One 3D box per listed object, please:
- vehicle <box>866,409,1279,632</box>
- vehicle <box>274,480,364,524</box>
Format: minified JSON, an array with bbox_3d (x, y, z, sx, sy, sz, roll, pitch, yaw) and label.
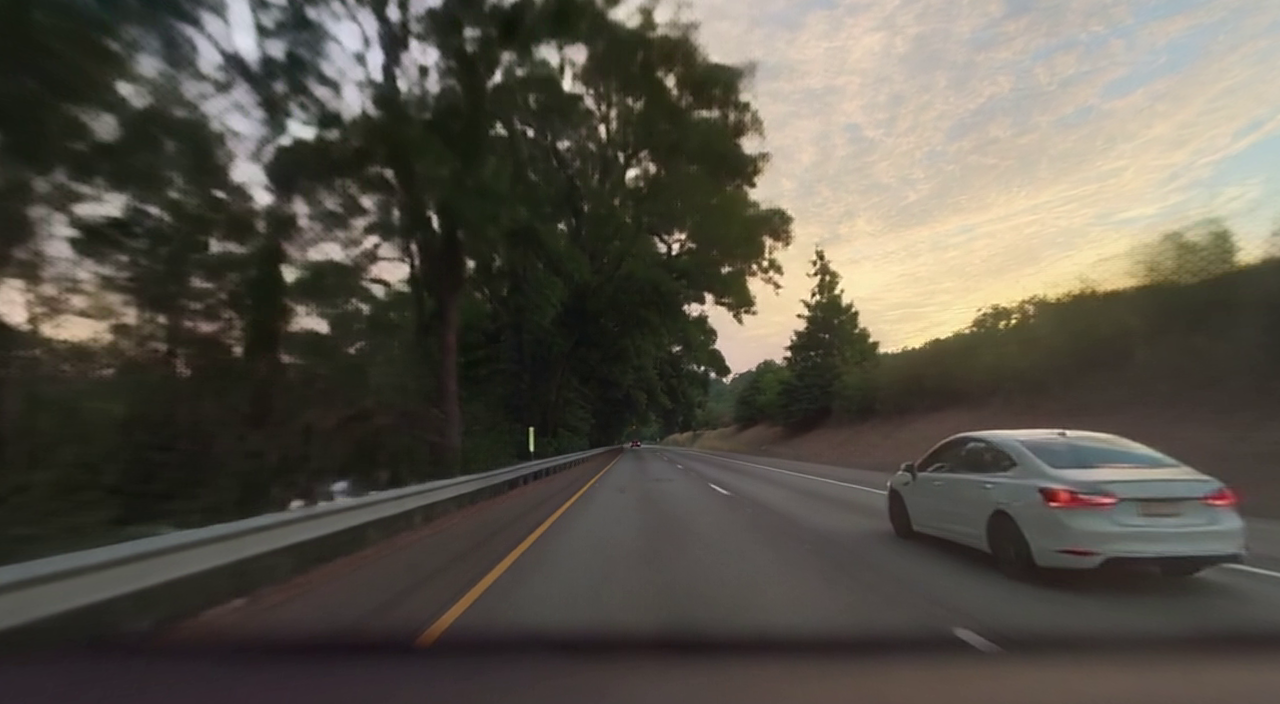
[{"bbox_3d":[4.297,1.500,6.768,1.905,1.525,4.719,0,-8,-1],"label":"vehicle"},{"bbox_3d":[-16.852,7.886,33.436,2.033,1.760,5.399,0,-8,-1],"label":"vehicle"}]
